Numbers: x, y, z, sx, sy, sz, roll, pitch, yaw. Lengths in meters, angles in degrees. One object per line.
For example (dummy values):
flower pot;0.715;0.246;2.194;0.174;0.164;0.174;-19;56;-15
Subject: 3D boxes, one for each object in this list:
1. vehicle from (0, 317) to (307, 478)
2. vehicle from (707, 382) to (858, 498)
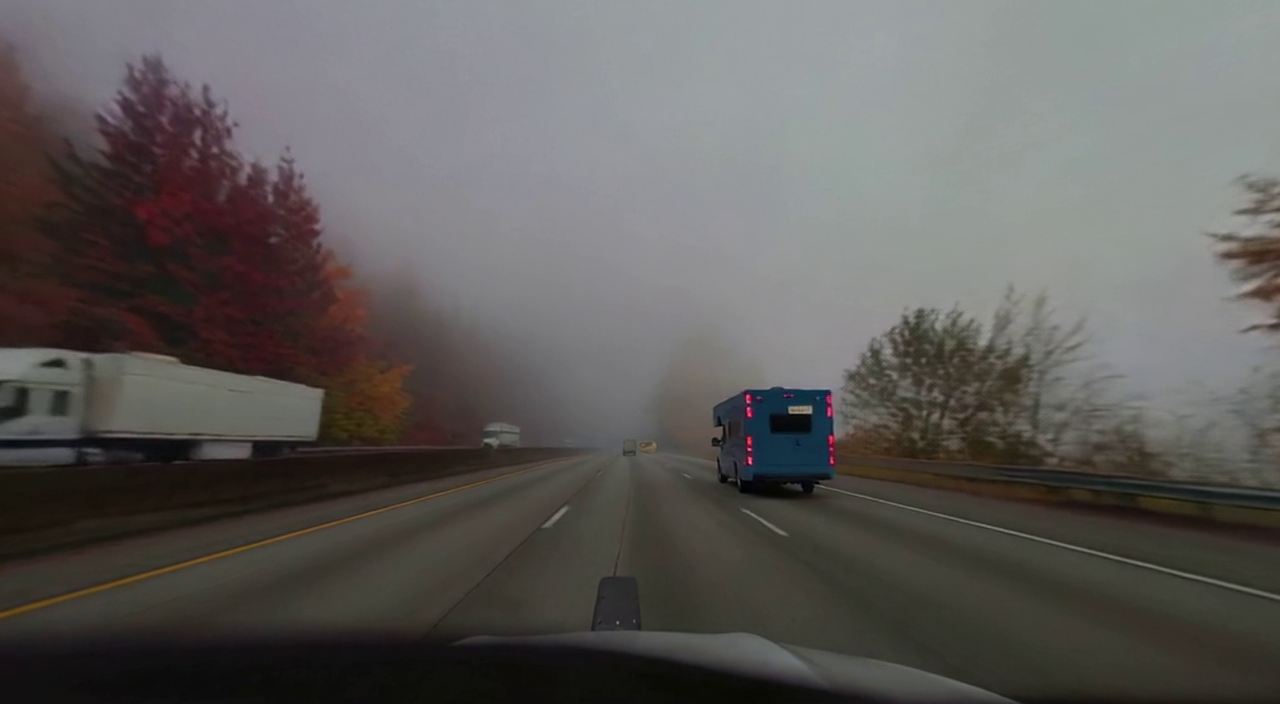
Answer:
vehicle;-18.824;2.178;23.780;3.271;4.223;17.609;0;-8;-1
vehicle;3.922;2.662;19.242;2.815;2.876;7.101;0;-8;-1
